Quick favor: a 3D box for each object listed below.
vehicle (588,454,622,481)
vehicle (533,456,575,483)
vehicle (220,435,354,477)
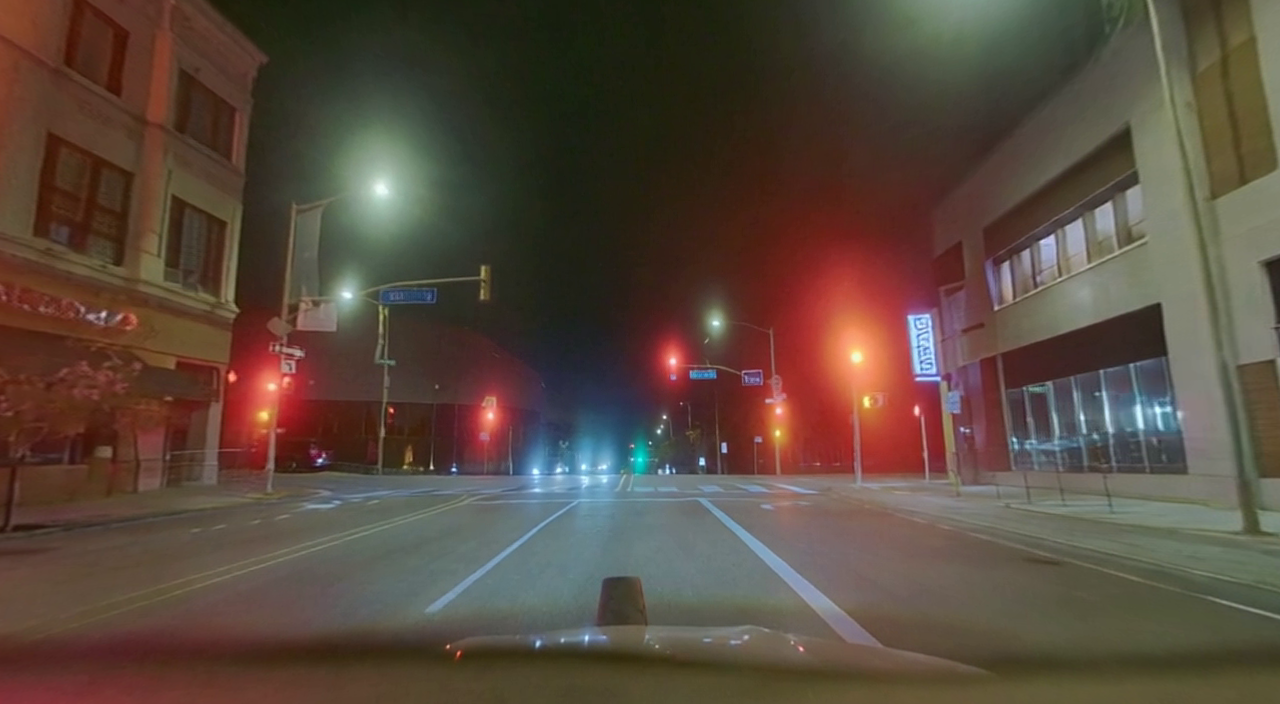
[{"bbox_3d":[-2.355,7.900,43.406,1.981,1.625,4.399,0,-8,1],"label":"vehicle"},{"bbox_3d":[-5.845,8.026,43.424,2.167,1.643,4.518,-1,-8,2],"label":"vehicle"},{"bbox_3d":[-17.651,5.196,31.711,5.376,1.994,2.196,0,-8,1],"label":"vehicle"}]
